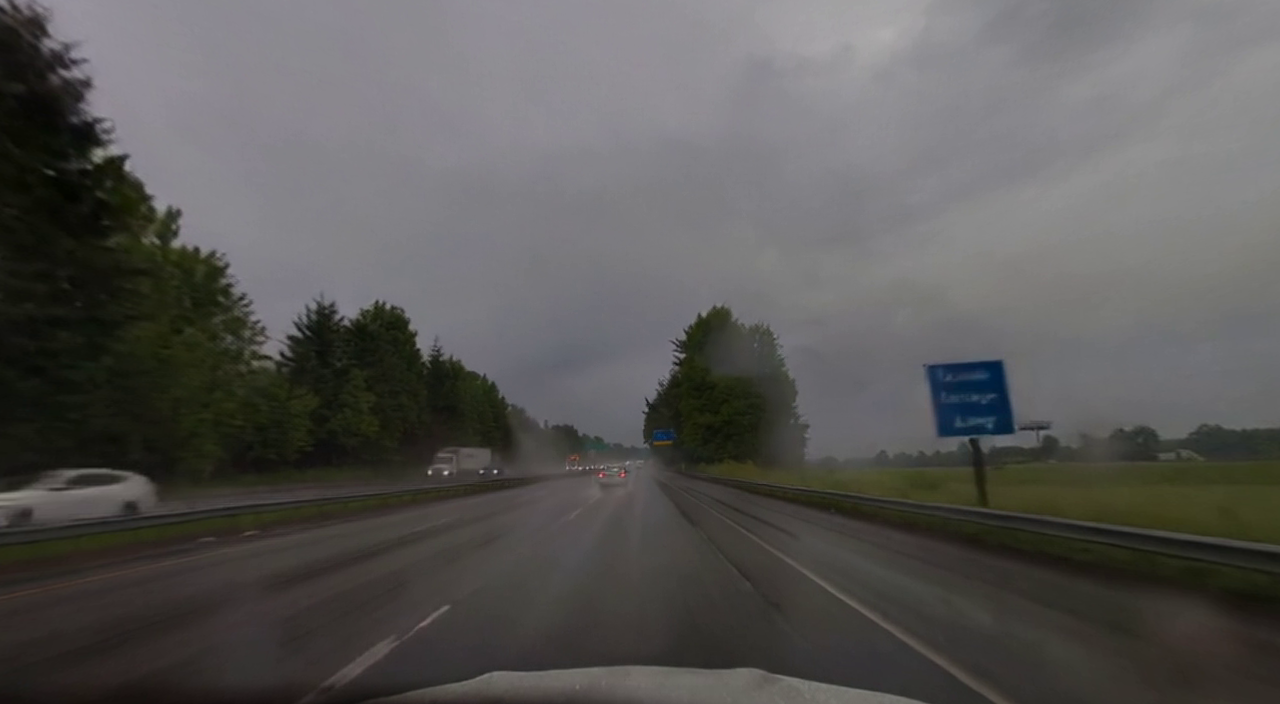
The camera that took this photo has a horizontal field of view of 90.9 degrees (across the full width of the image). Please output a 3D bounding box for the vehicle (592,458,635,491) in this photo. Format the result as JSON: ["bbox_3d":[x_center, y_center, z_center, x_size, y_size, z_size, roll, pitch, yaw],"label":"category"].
[{"bbox_3d":[-1.401,6.749,34.863,2.104,1.655,4.039,0,-10,1],"label":"vehicle"}]
